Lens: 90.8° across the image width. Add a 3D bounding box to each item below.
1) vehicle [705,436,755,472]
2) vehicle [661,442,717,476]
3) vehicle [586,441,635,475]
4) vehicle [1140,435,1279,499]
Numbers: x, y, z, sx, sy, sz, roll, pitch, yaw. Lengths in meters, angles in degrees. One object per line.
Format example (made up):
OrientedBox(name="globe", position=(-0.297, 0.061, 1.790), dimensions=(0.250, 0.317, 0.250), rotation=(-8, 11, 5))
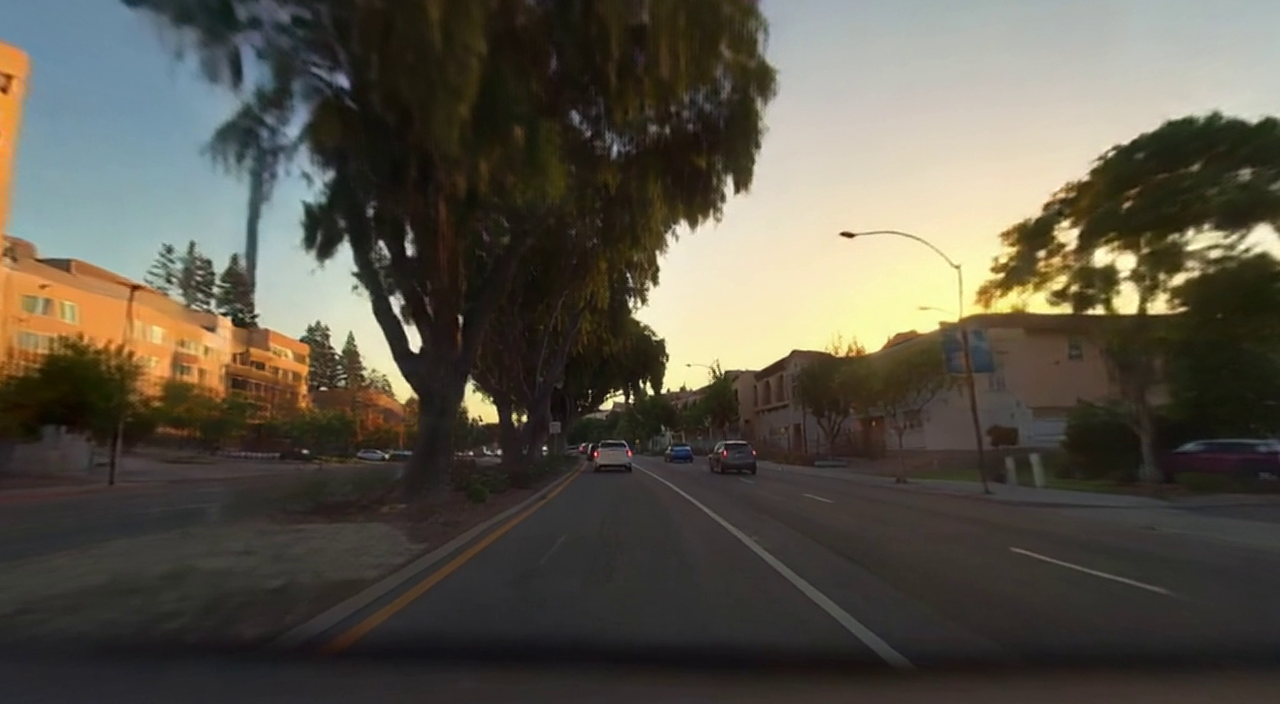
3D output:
OrientedBox(name="vehicle", position=(5.392, 6.183, 38.546), dimensions=(2.052, 1.990, 4.736), rotation=(0, -8, -4))
OrientedBox(name="vehicle", position=(2.305, 5.174, 30.877), dimensions=(1.993, 1.477, 4.240), rotation=(0, -8, -5))
OrientedBox(name="vehicle", position=(-1.437, 4.936, 29.590), dimensions=(2.101, 1.444, 4.248), rotation=(0, -8, -4))
OrientedBox(name="vehicle", position=(20.372, 3.796, 21.222), dimensions=(2.150, 1.966, 5.027), rotation=(3, -9, -23))
